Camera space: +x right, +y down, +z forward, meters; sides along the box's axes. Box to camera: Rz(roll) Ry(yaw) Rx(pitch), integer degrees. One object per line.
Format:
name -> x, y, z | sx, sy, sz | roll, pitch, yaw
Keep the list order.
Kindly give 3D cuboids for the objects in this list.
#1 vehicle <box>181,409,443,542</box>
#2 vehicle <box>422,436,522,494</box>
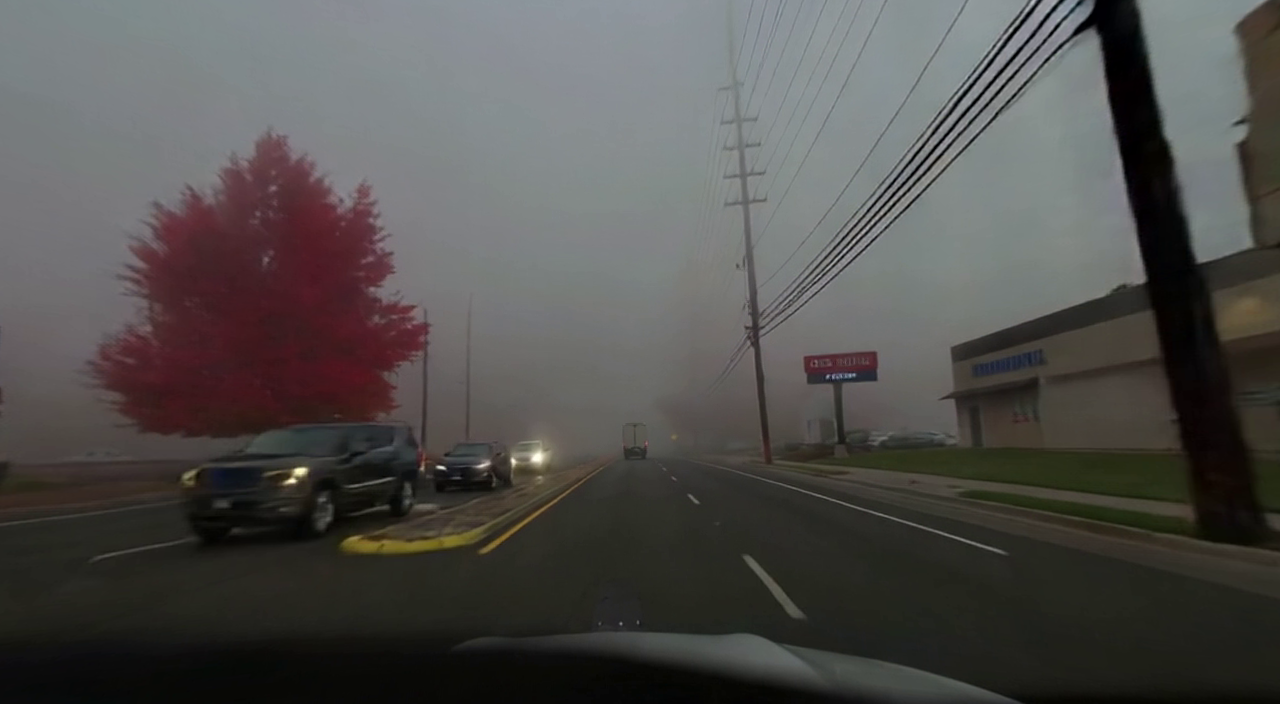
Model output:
vehicle -> -5.536, 2.144, 11.710 | 2.278, 1.828, 4.970 | -2, -8, -1
vehicle -> -5.083, 3.459, 19.806 | 1.909, 1.524, 4.614 | -2, -8, 0
